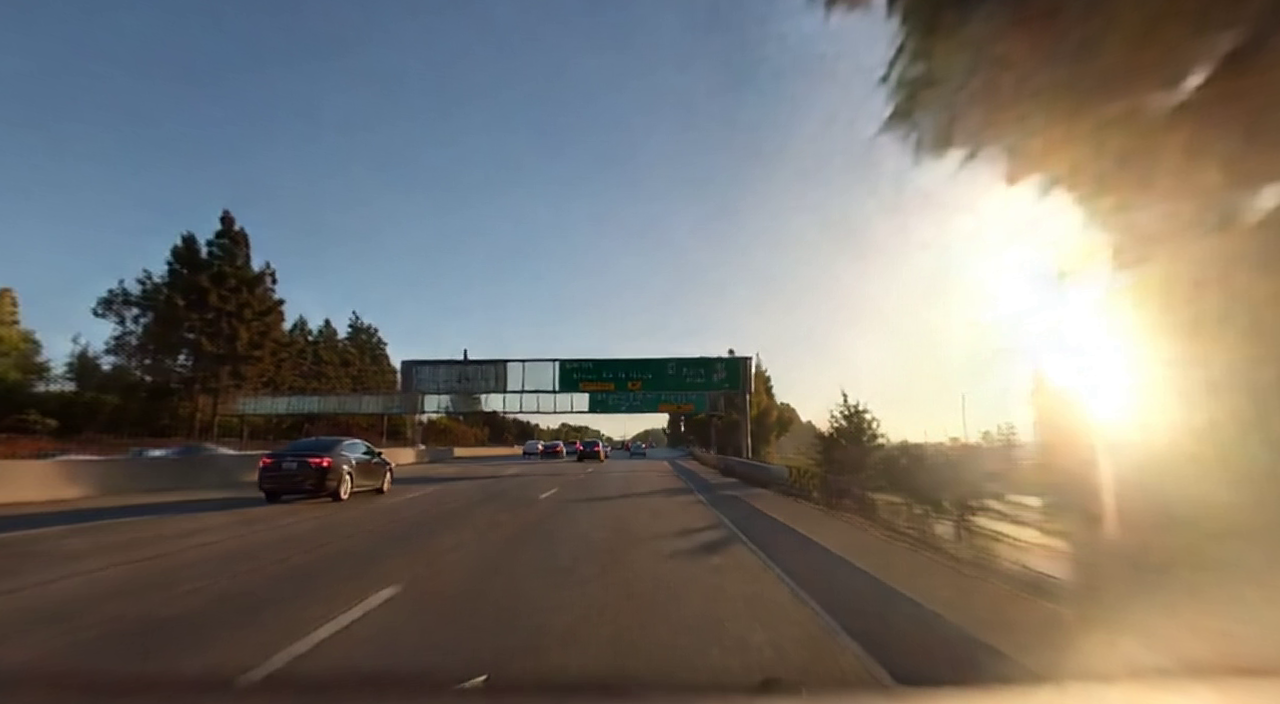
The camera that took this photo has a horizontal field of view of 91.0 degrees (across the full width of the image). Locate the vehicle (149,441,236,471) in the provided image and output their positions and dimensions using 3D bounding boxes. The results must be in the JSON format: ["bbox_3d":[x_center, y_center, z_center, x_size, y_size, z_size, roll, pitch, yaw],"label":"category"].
[{"bbox_3d":[-27.123,6.290,38.361,1.929,1.714,4.511,0,-8,1],"label":"vehicle"}]

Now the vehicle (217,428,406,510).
[{"bbox_3d":[-7.584,2.732,15.223,2.071,1.661,4.540,0,-8,1],"label":"vehicle"}]

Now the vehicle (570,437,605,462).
[{"bbox_3d":[-3.849,7.270,47.074,2.158,1.717,4.375,0,-8,1],"label":"vehicle"}]

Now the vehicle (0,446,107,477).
[{"bbox_3d":[-31.333,5.804,33.598,1.871,1.509,4.388,0,-8,1],"label":"vehicle"}]
